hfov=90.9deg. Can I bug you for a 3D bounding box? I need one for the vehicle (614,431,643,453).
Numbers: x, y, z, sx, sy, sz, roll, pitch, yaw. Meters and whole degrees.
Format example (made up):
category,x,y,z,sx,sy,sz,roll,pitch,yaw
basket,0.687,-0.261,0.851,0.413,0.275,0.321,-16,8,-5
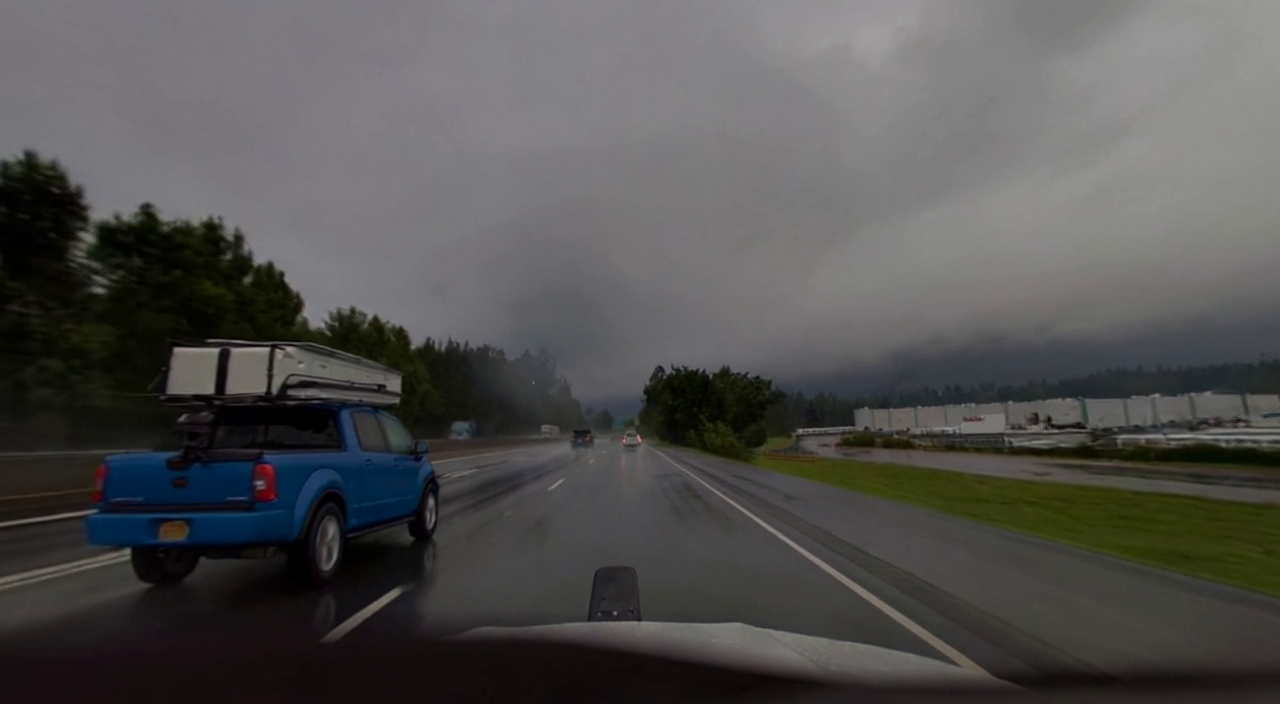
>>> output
category,x,y,z,sx,sy,sz,roll,pitch,yaw
vehicle,-0.875,6.891,48.458,2.151,1.618,3.898,0,-8,-1
